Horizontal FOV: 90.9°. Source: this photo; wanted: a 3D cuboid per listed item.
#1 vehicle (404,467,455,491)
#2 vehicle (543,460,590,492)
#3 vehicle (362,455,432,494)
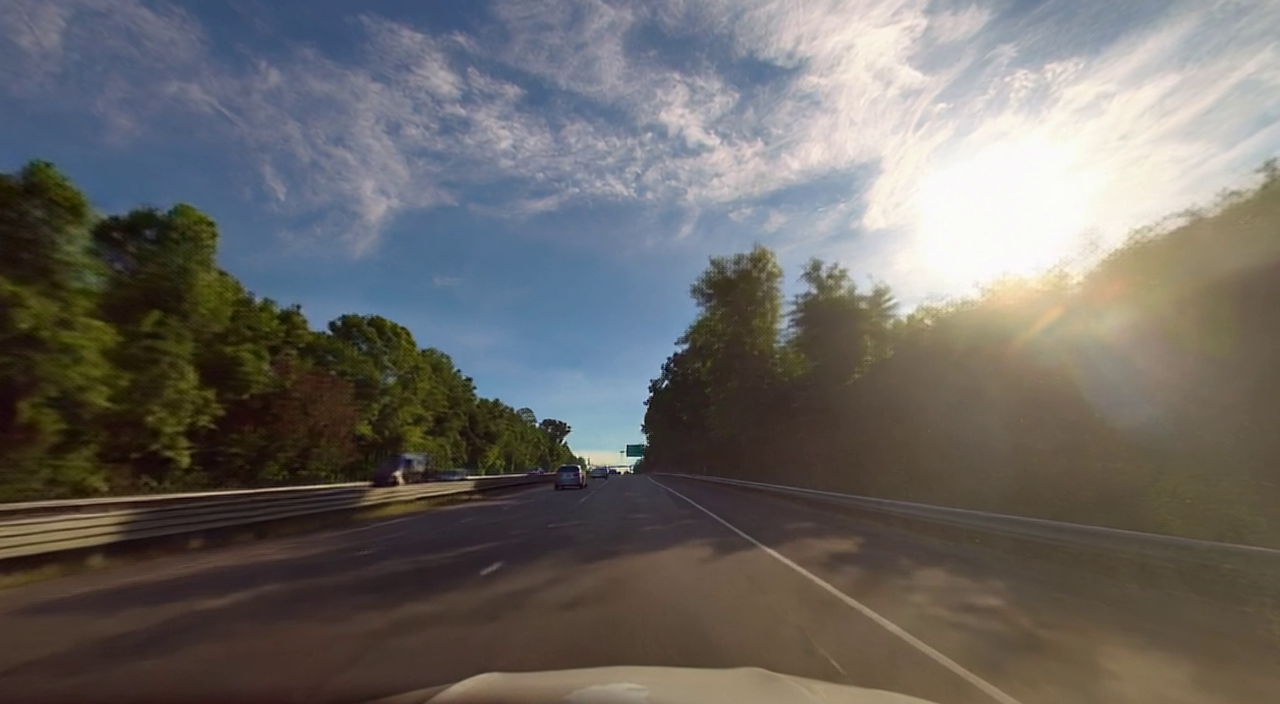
[{"bbox_3d":[-13.532,8.185,40.790,1.812,1.474,4.242,1,-10,0],"label":"vehicle"},{"bbox_3d":[-3.959,6.780,34.663,2.068,1.592,4.479,1,-10,0],"label":"vehicle"},{"bbox_3d":[-17.800,9.015,46.641,2.252,2.648,7.327,1,-10,0],"label":"vehicle"}]
